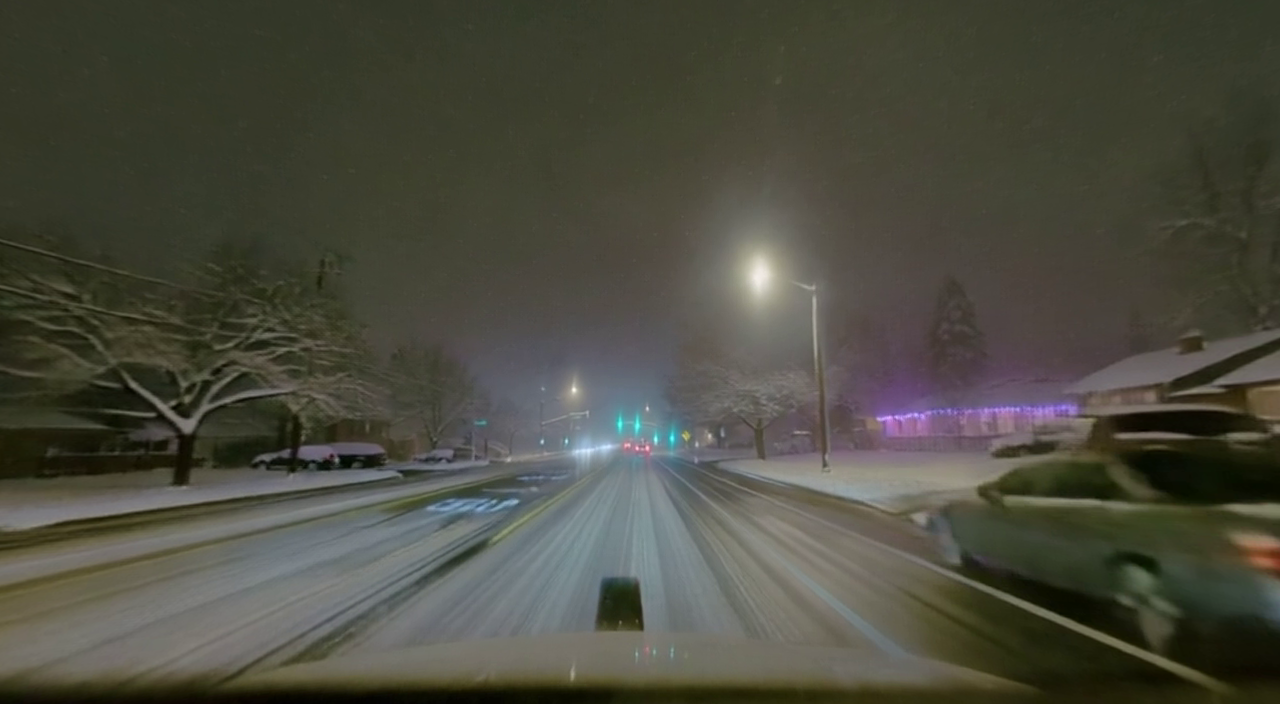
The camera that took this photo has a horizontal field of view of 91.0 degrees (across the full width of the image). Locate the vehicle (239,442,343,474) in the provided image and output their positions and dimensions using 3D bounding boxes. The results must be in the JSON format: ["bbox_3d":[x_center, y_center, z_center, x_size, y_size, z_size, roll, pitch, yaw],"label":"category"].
[{"bbox_3d":[-19.639,5.962,35.591,4.661,1.726,1.978,1,-8,-4],"label":"vehicle"}]

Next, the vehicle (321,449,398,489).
[{"bbox_3d":[-12.955,5.383,29.313,1.791,1.552,3.919,-3,-8,0],"label":"vehicle"}]

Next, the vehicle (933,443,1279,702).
[{"bbox_3d":[4.626,1.494,5.182,1.980,1.465,4.970,0,-8,-1],"label":"vehicle"}]
